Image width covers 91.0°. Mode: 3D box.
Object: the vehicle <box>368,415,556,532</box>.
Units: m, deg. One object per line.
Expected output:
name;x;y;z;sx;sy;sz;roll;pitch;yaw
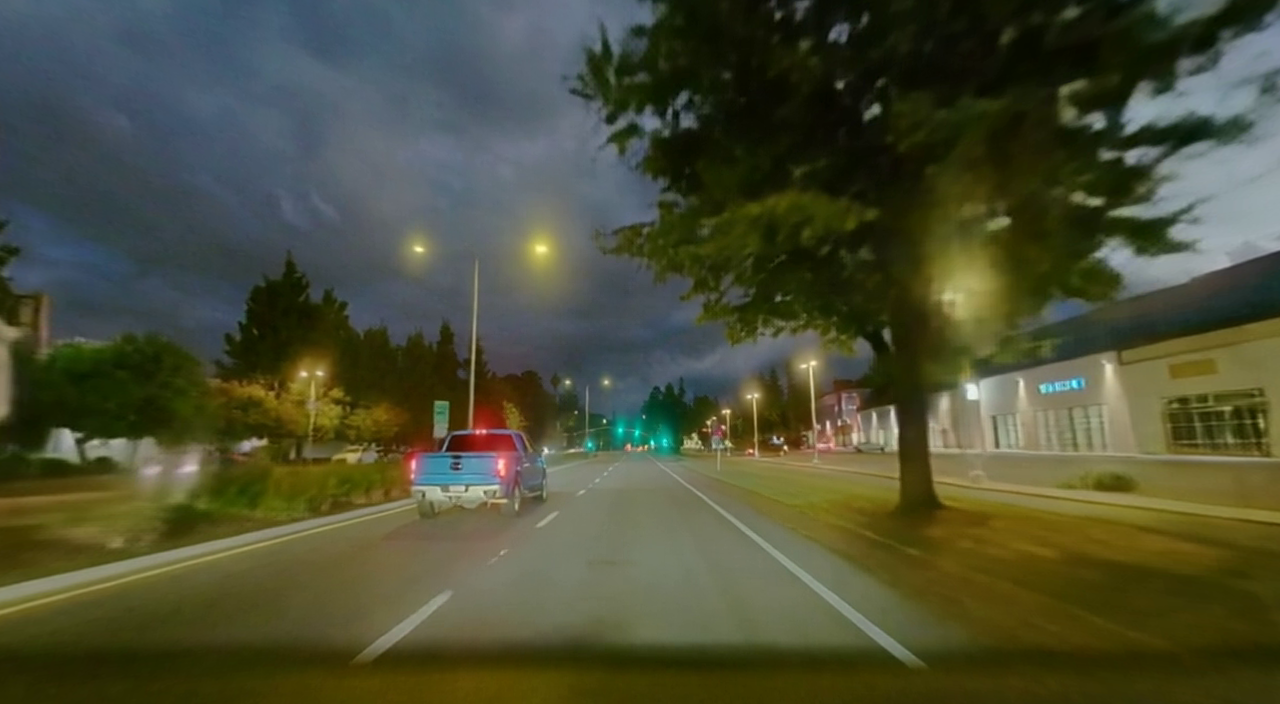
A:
vehicle;-3.109;2.278;12.491;2.065;1.790;5.417;0;-9;1

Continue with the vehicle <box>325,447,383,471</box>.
vehicle;-21.408;7.990;47.320;1.840;1.510;5.115;-2;-8;2

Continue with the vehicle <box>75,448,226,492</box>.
vehicle;-18.411;4.414;24.040;1.854;1.472;4.854;0;-9;1
